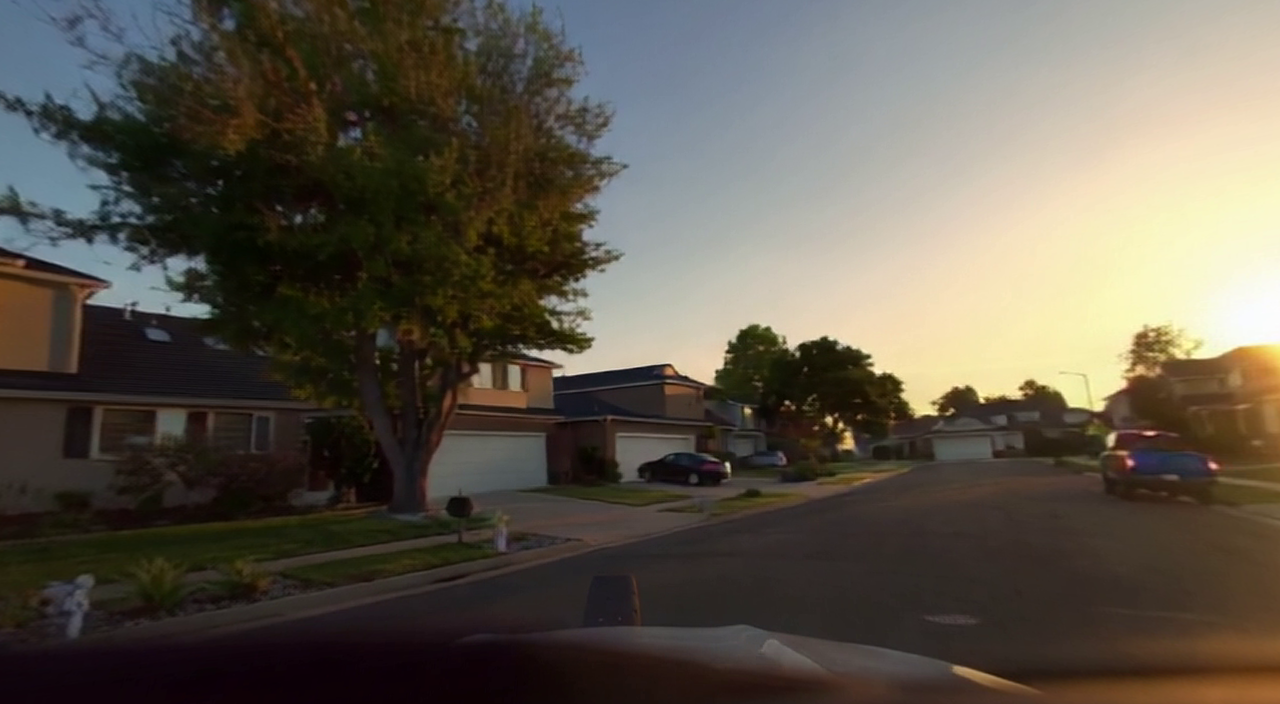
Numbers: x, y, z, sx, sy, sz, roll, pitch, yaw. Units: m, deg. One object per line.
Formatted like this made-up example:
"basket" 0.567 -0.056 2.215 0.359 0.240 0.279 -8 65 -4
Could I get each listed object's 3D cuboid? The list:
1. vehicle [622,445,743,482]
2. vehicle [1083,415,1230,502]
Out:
"vehicle" 1.797 4.775 27.304 4.916 1.485 1.807 -5 -10 28
"vehicle" 14.136 2.911 17.732 2.552 2.024 5.414 -6 -10 34
